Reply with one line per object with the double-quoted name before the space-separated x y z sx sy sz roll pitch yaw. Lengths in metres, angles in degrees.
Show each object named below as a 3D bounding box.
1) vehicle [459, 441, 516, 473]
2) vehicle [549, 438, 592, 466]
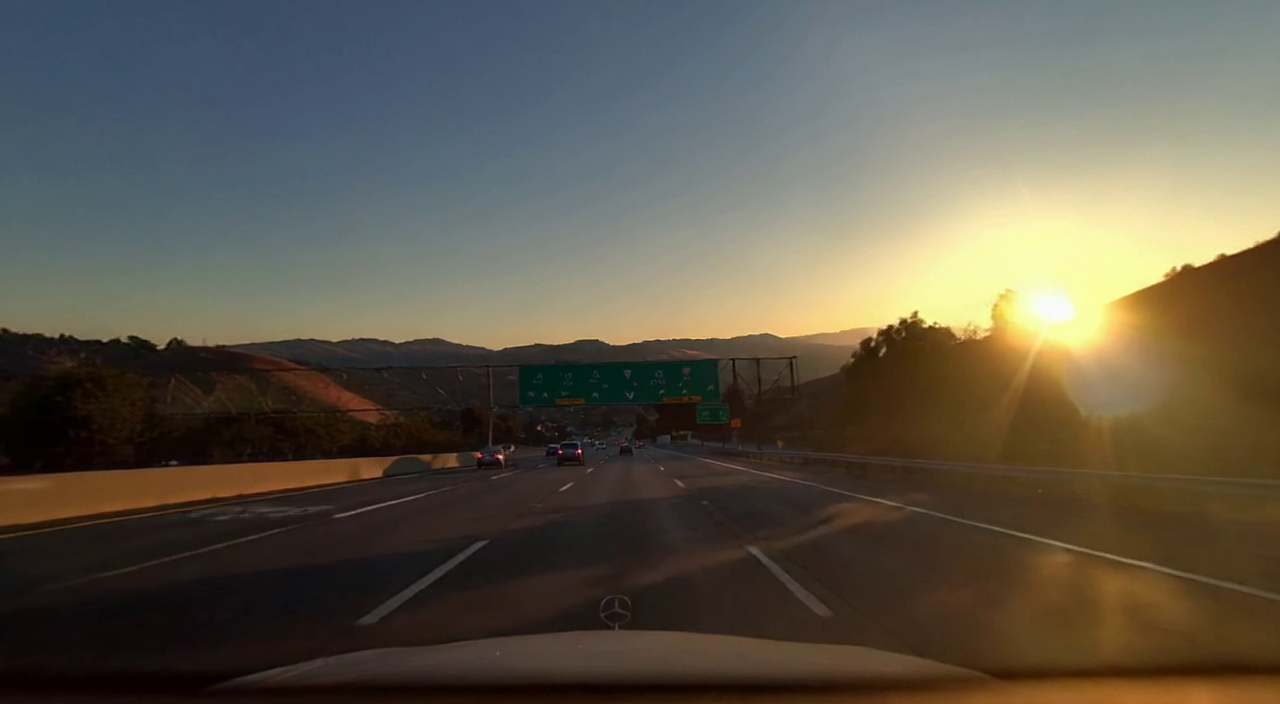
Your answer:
"vehicle" -8.070 5.568 33.758 1.924 1.519 4.791 0 -8 0
"vehicle" -4.381 6.376 40.300 2.200 1.662 5.091 0 -8 0
